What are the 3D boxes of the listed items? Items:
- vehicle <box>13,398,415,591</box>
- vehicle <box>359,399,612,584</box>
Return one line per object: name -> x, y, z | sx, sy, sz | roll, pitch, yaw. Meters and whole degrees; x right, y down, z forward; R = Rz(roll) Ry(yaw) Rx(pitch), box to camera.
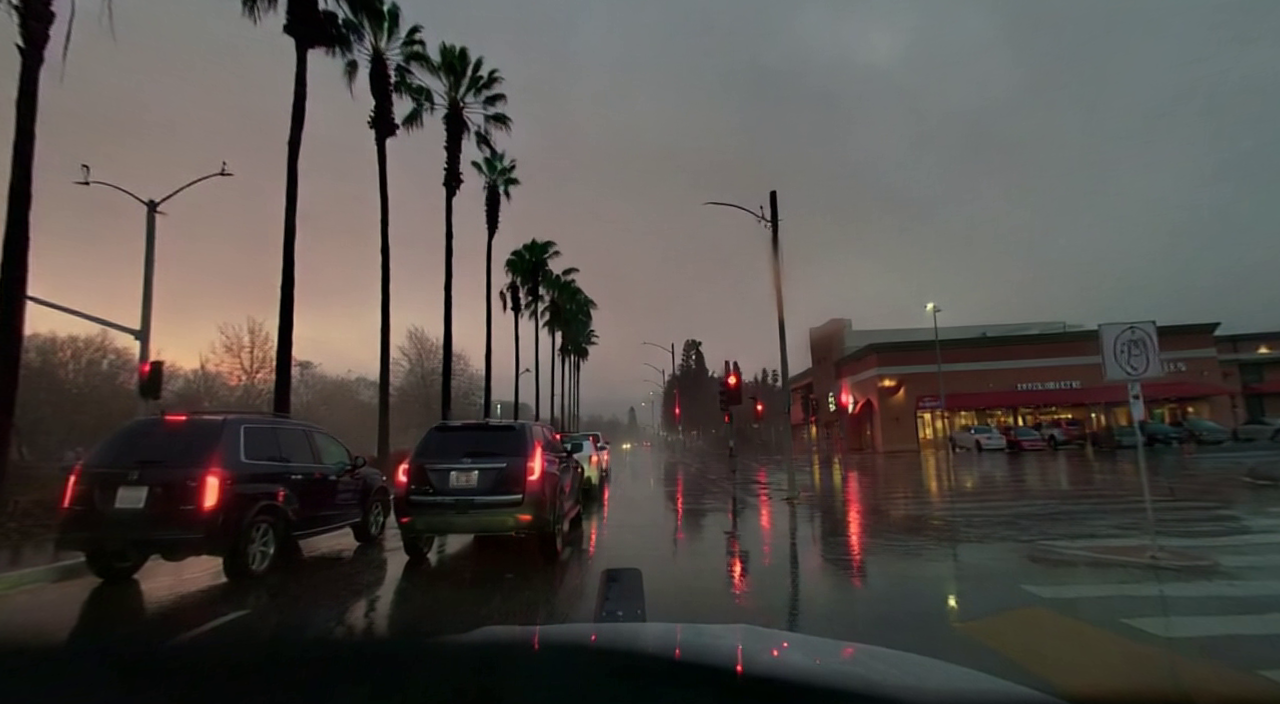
vehicle -> -5.023, 1.756, 8.625 | 2.025, 1.862, 4.804 | 0, -9, 1
vehicle -> -1.579, 1.665, 8.280 | 2.153, 1.759, 4.320 | 0, -9, 1
